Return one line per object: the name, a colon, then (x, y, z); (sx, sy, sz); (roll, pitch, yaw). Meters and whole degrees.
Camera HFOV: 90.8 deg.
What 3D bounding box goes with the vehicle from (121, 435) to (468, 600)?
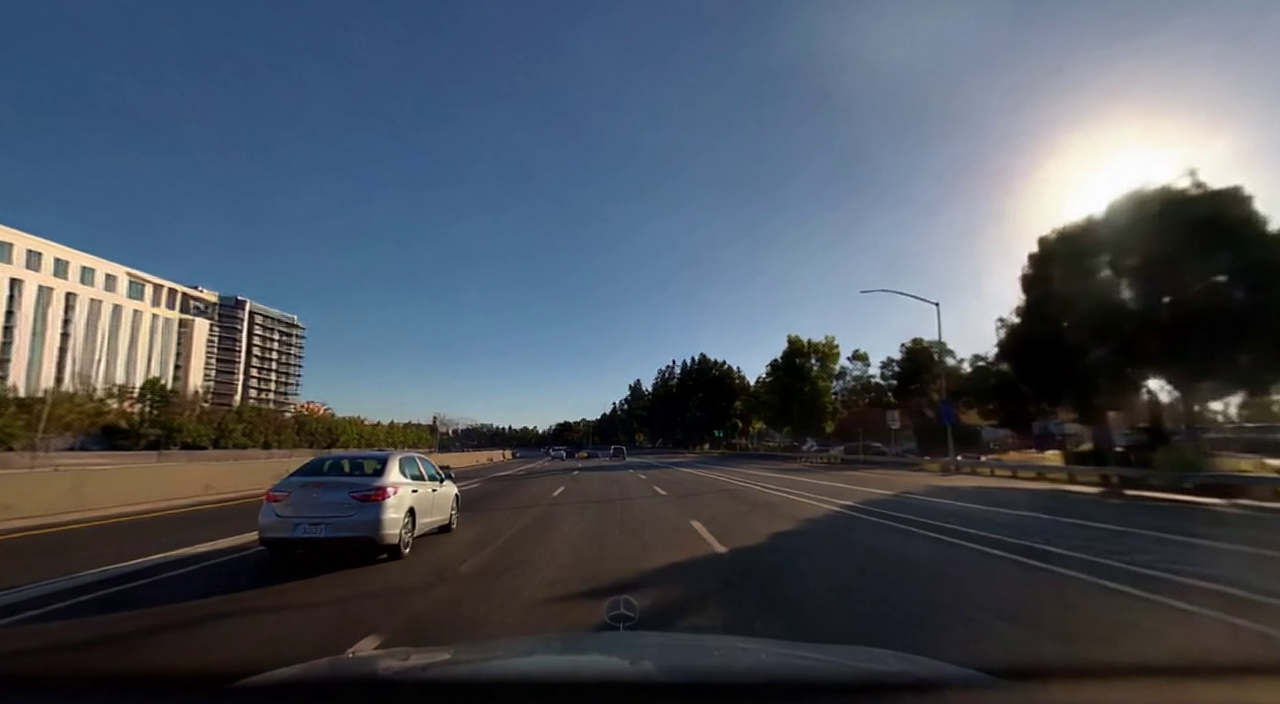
vehicle: (-3.737, 1.830, 7.987); (2.018, 1.476, 4.364); (0, -8, -2)
